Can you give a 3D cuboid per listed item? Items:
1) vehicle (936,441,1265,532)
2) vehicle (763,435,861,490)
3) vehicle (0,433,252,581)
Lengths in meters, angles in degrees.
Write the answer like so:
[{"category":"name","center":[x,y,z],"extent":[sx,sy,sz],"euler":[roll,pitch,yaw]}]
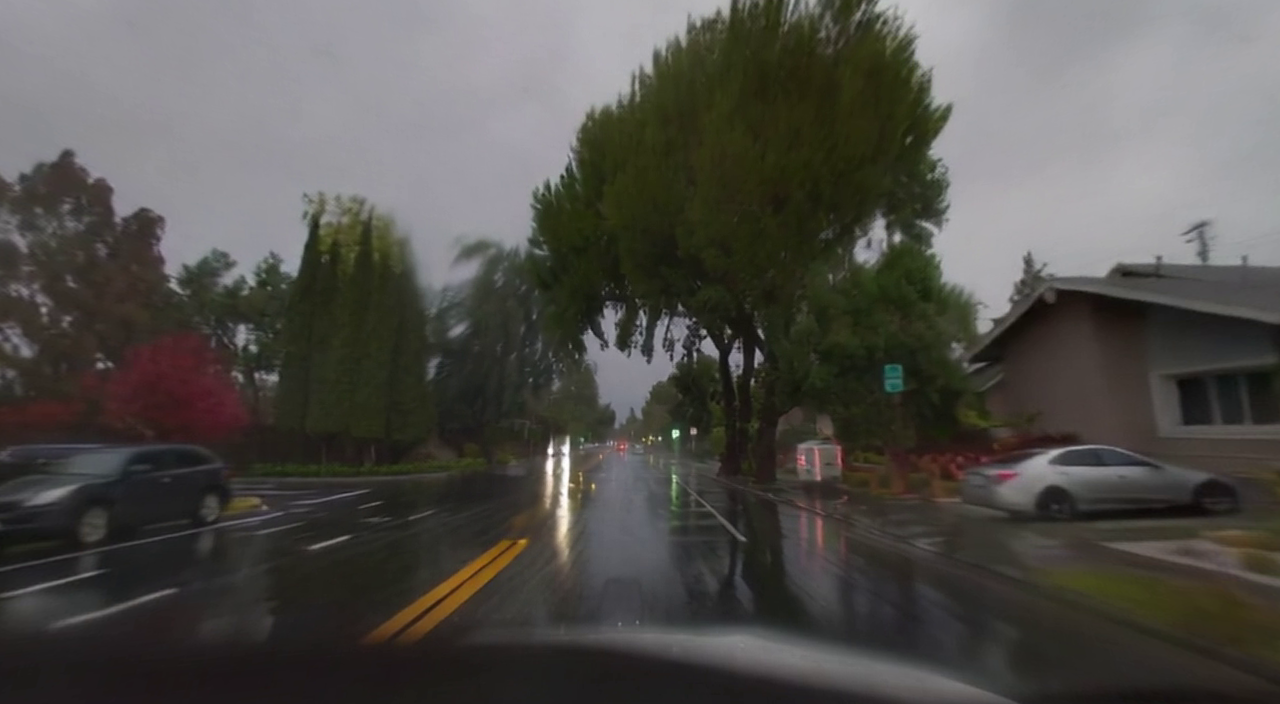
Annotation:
[{"category":"vehicle","center":[8.211,2.412,11.726],"extent":[4.438,1.466,1.943],"euler":[-1,-9,9]},{"category":"vehicle","center":[5.837,3.810,22.053],"extent":[2.096,1.713,4.606],"euler":[0,-9,-1]},{"category":"vehicle","center":[-9.387,2.425,10.930],"extent":[2.181,1.938,4.931],"euler":[-2,-7,0]}]
